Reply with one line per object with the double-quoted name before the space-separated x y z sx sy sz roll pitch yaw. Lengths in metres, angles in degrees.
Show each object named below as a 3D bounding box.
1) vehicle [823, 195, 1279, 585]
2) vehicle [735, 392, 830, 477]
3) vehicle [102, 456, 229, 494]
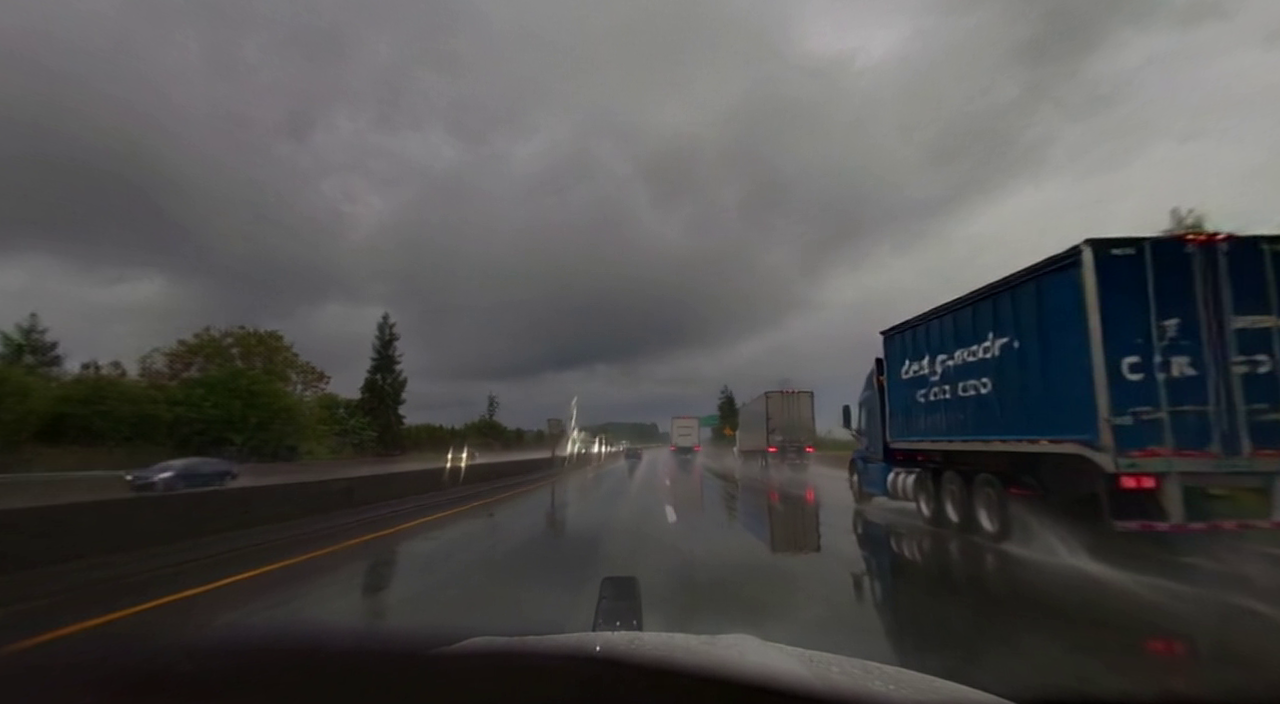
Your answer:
"vehicle" 6.119 0.970 11.197 2.920 3.860 10.035 0 -8 1
"vehicle" 7.873 4.854 37.083 2.843 4.053 13.777 0 -8 2
"vehicle" -21.748 5.624 29.108 2.271 1.456 4.482 -1 -8 3
